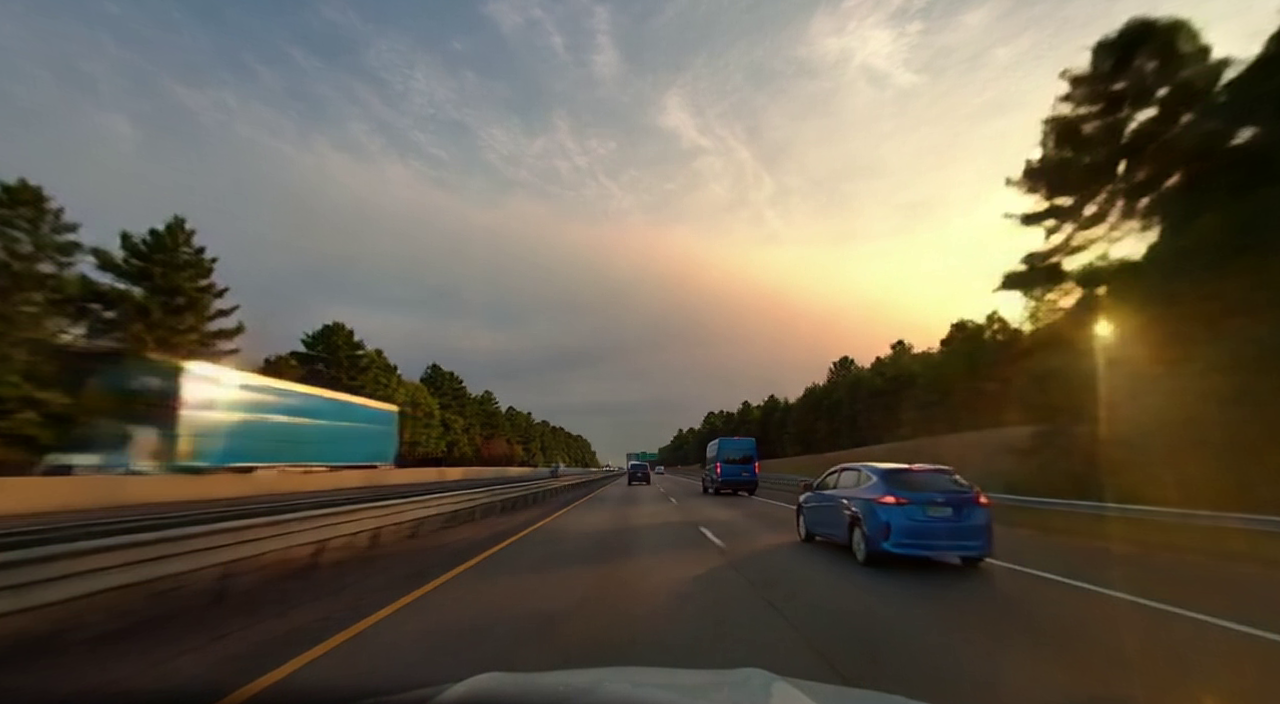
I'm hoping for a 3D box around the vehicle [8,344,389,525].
[{"bbox_3d":[-12.975,3.112,21.481,3.062,4.226,13.286,0,-11,1],"label":"vehicle"}]

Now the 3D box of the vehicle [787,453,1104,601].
[{"bbox_3d":[3.829,2.322,9.229,2.073,1.532,4.969,1,-11,-1],"label":"vehicle"}]

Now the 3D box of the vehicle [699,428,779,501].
[{"bbox_3d":[4.431,5.324,29.749,2.563,2.975,6.941,1,-11,-1],"label":"vehicle"}]

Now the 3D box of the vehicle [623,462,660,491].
[{"bbox_3d":[0.102,7.959,40.395,2.212,1.717,4.452,0,-10,0],"label":"vehicle"}]
